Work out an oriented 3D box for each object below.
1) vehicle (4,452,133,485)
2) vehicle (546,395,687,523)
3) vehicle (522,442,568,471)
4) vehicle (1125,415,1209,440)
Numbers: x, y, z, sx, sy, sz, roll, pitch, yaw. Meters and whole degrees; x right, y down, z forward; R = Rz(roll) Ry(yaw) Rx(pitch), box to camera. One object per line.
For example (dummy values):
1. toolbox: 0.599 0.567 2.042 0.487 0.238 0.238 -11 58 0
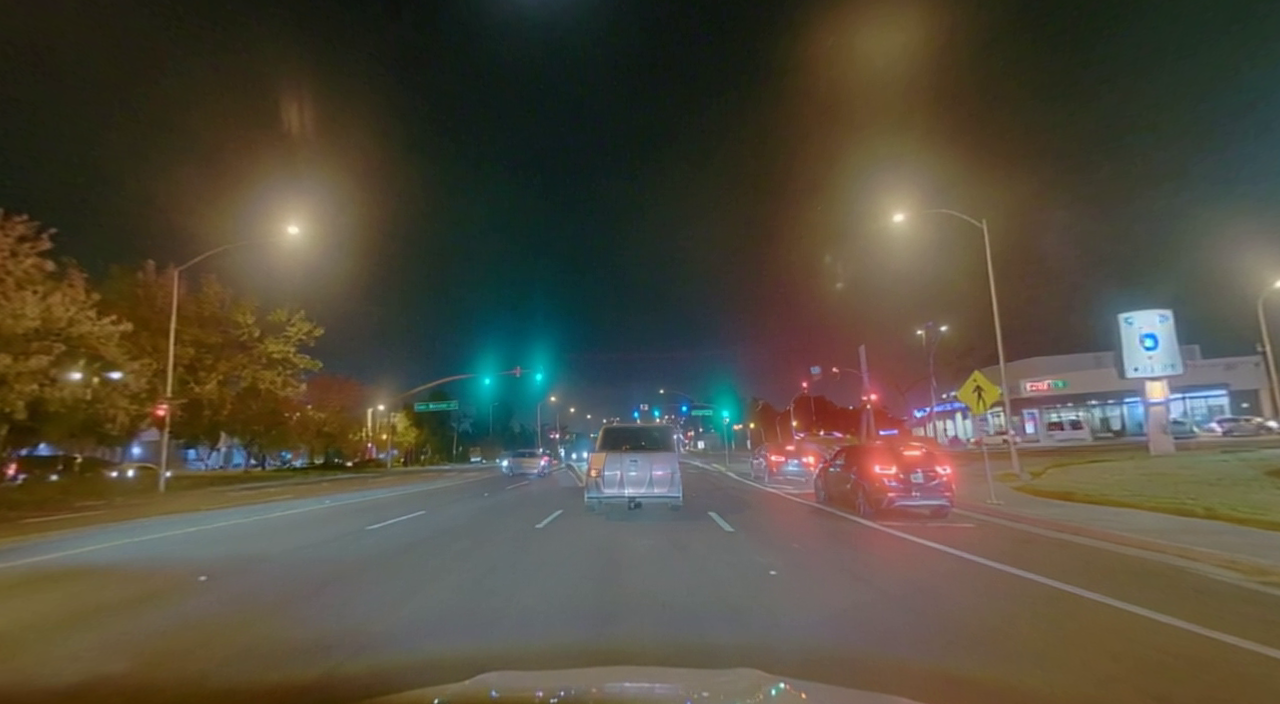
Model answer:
1. vehicle: -36.222 7.386 40.033 5.755 1.945 2.403 0 -8 -1
2. vehicle: -0.451 2.222 13.479 2.350 2.122 5.801 0 -8 -1
3. vehicle: -6.028 6.657 40.416 2.068 1.750 4.361 -1 -8 3
4. vehicle: 39.311 5.622 47.113 4.556 1.639 2.002 -2 -8 34
